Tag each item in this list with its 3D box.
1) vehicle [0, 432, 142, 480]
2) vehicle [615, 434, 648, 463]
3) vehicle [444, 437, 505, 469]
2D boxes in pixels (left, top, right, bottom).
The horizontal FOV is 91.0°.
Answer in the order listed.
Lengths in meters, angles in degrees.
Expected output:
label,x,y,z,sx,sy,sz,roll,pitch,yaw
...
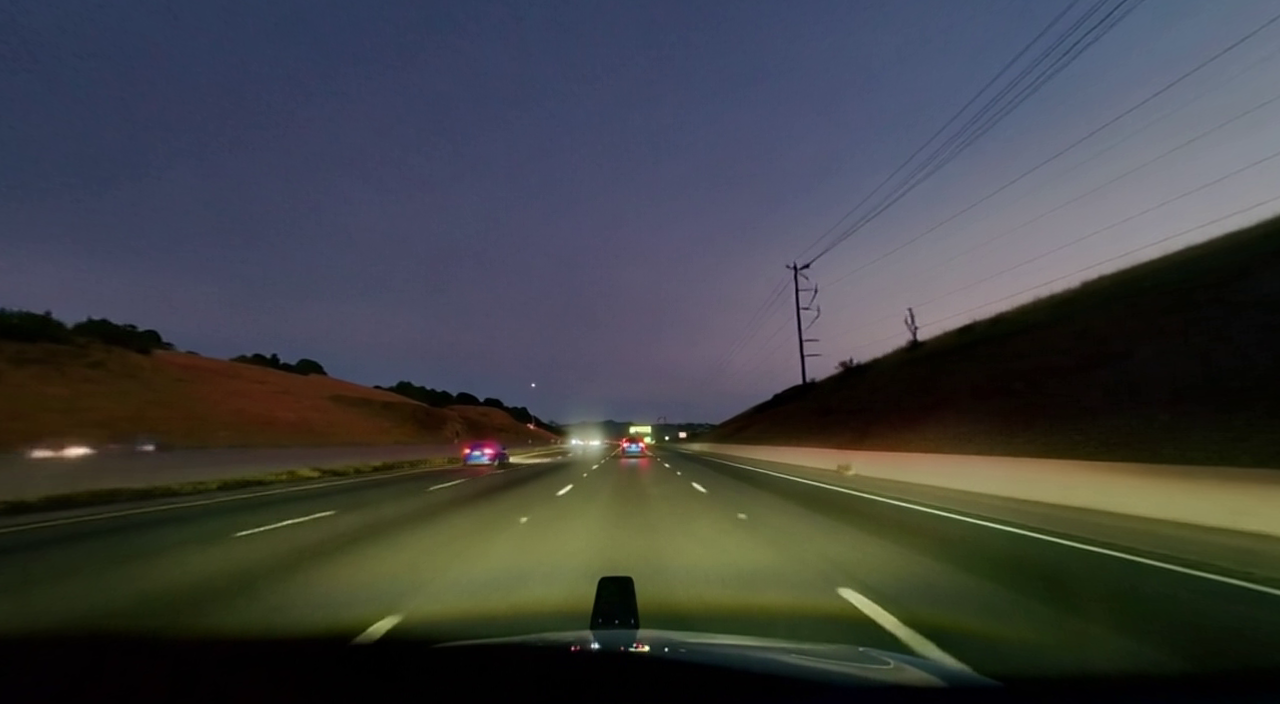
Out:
label,x,y,z,sx,sy,sz,roll,pitch,yaw
vehicle,-20.065,3.570,21.827,1.896,1.464,4.522,0,-8,-1
vehicle,-0.539,6.247,40.896,2.040,1.715,3.906,0,-8,-1
vehicle,-8.488,5.215,32.735,2.047,1.486,4.306,0,-8,0
